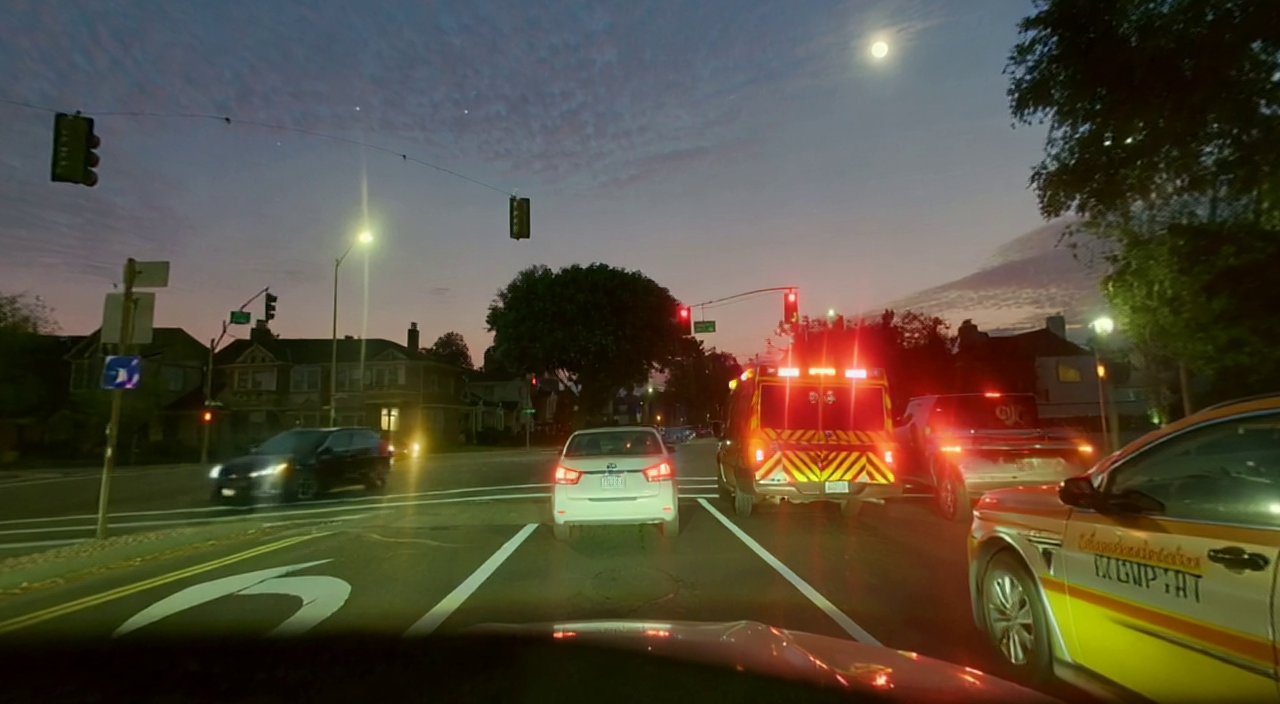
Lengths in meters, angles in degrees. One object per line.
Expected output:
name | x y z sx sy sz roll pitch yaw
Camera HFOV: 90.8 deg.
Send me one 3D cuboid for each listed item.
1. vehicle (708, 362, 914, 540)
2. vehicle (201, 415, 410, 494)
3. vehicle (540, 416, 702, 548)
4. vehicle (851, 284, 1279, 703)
vehicle | 2.883 1.884 12.376 2.406 2.687 5.521 0 -8 0
vehicle | -9.745 3.067 19.247 2.349 1.988 5.813 -2 -8 11
vehicle | -0.282 1.971 10.183 2.114 1.707 3.725 0 -8 -1
vehicle | 2.848 0.892 2.837 2.194 1.820 4.652 0 -8 0
